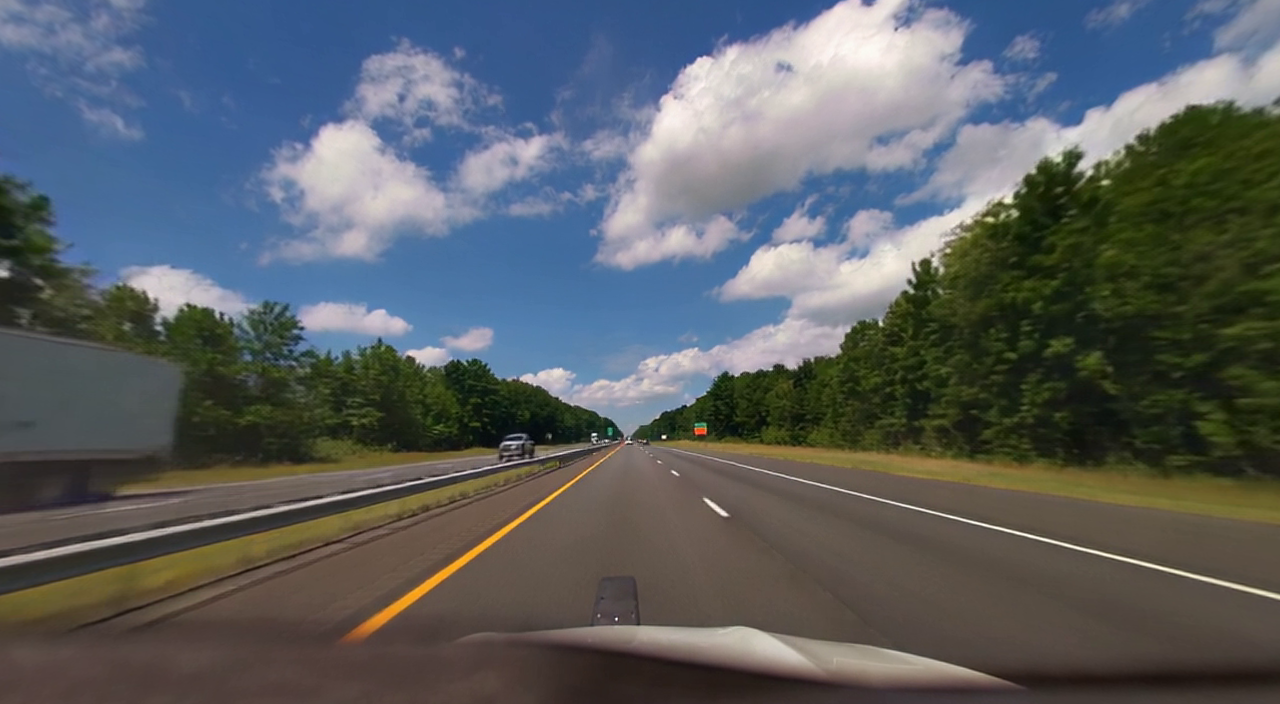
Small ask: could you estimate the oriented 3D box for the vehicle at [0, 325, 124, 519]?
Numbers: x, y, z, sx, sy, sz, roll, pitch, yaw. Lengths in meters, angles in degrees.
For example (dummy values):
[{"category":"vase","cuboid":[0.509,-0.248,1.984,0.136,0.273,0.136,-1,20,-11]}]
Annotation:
[{"category":"vehicle","cuboid":[-14.024,0.843,8.612,2.794,3.792,13.285,0,-8,0]}]
